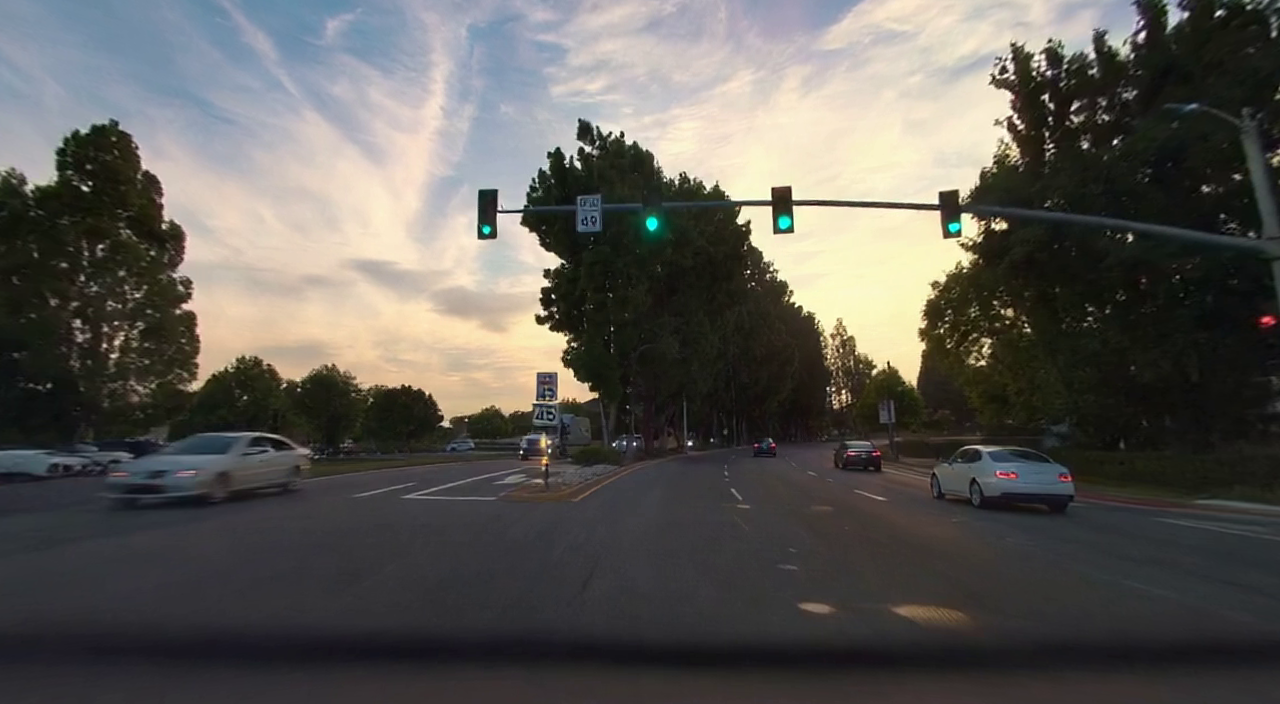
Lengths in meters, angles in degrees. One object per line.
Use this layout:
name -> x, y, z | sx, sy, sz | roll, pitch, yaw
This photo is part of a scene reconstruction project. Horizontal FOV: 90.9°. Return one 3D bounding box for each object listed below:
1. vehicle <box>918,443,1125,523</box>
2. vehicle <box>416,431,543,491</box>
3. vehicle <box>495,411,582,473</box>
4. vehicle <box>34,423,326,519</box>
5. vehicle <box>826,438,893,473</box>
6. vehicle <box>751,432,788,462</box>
vehicle -> 7.663, 2.620, 13.298 | 1.783, 1.386, 4.433 | 0, -8, 3
vehicle -> -4.368, 3.013, 18.043 | 2.036, 1.476, 4.557 | -1, -7, 6
vehicle -> -3.909, 3.646, 25.537 | 2.334, 2.214, 5.724 | 0, -8, 3
vehicle -> -8.345, 2.196, 12.189 | 1.936, 1.470, 4.675 | -1, -8, 3
vehicle -> 9.862, 4.657, 28.635 | 1.855, 1.444, 4.389 | -1, -8, 6
vehicle -> 7.818, 5.787, 38.418 | 1.991, 1.684, 4.127 | -1, -8, 9
